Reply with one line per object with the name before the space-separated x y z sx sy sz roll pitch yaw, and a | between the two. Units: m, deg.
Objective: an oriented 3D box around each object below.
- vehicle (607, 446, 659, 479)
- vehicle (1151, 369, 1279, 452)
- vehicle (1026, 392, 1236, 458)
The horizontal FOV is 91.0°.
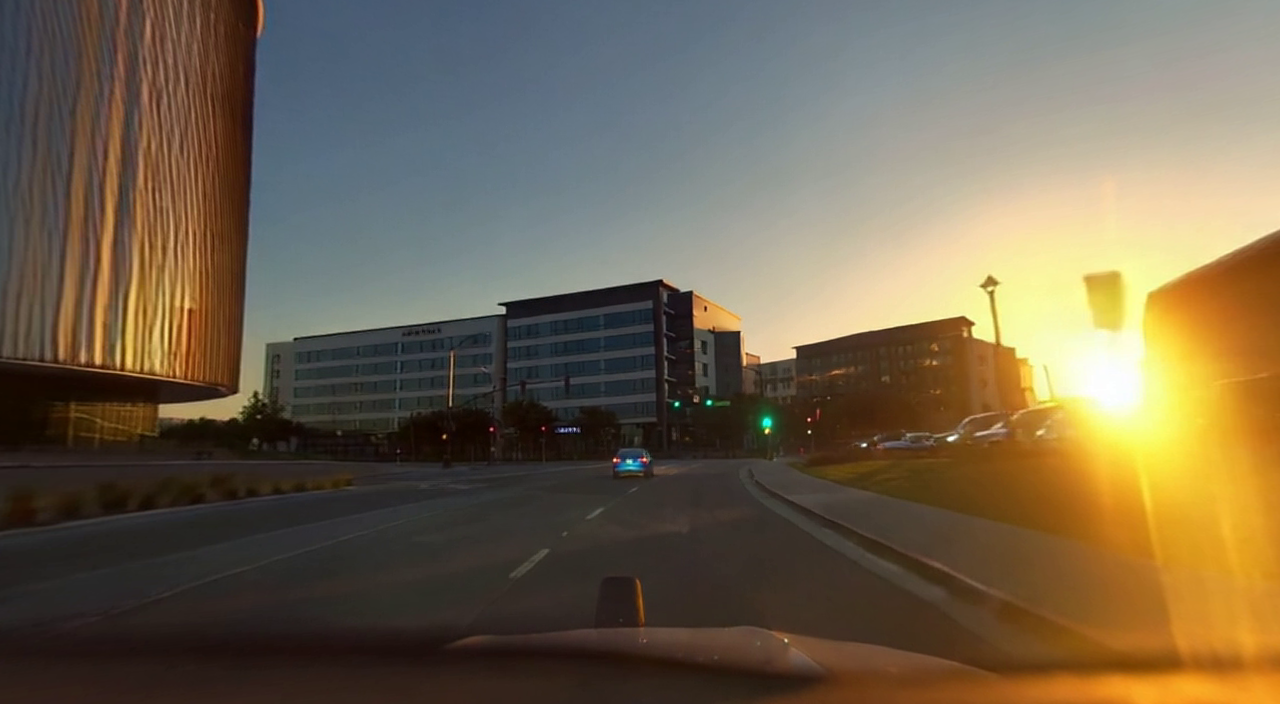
vehicle | -0.267 5.516 31.714 1.971 1.486 4.380 -1 -9 8
vehicle | 13.605 1.263 13.130 4.035 1.615 1.908 -1 -9 6
vehicle | 14.066 2.191 18.343 4.214 1.615 2.008 -4 -10 9
